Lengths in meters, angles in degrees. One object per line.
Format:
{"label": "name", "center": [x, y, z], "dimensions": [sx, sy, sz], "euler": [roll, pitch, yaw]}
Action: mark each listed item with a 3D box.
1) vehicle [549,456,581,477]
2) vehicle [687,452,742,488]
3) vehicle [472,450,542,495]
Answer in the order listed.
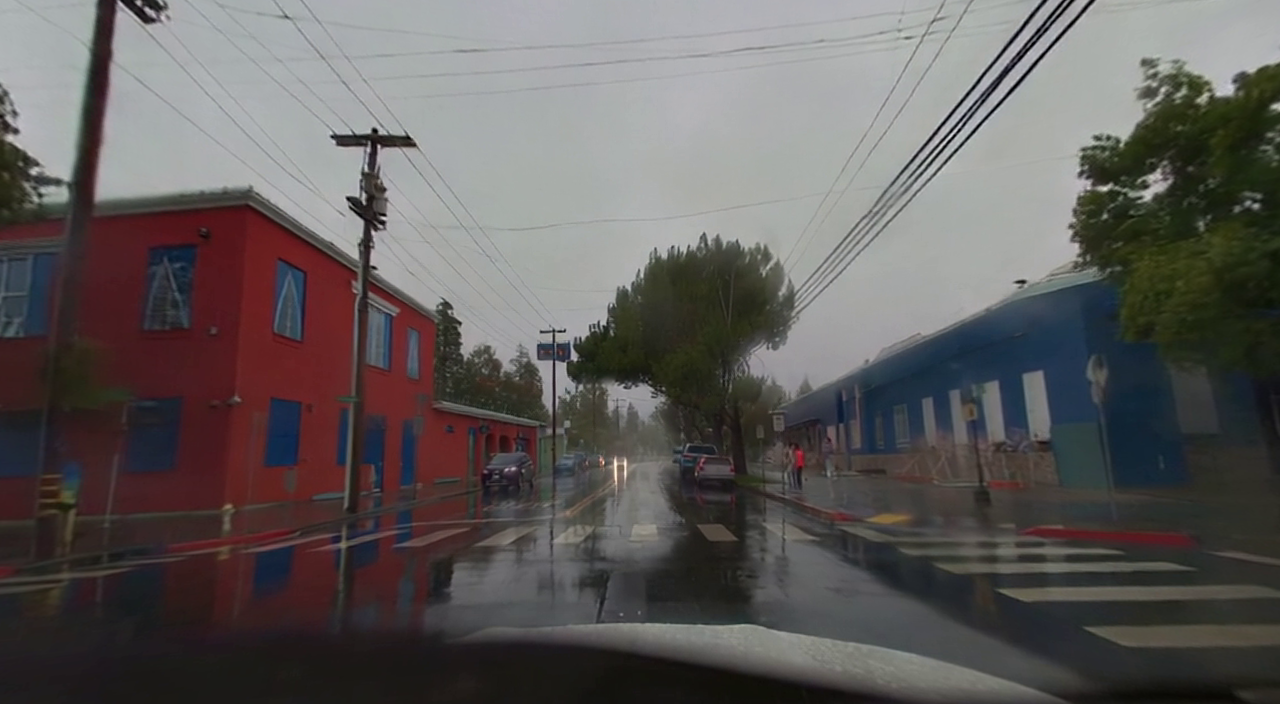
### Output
{"label": "vehicle", "center": [-5.833, 8.959, 49.553], "dimensions": [1.844, 1.486, 4.474], "euler": [0, -9, 2]}
{"label": "vehicle", "center": [3.307, 5.351, 28.914], "dimensions": [1.966, 1.471, 4.552], "euler": [0, -9, 0]}
{"label": "vehicle", "center": [-6.164, 5.621, 29.837], "dimensions": [2.140, 1.746, 4.385], "euler": [-4, -8, 2]}
